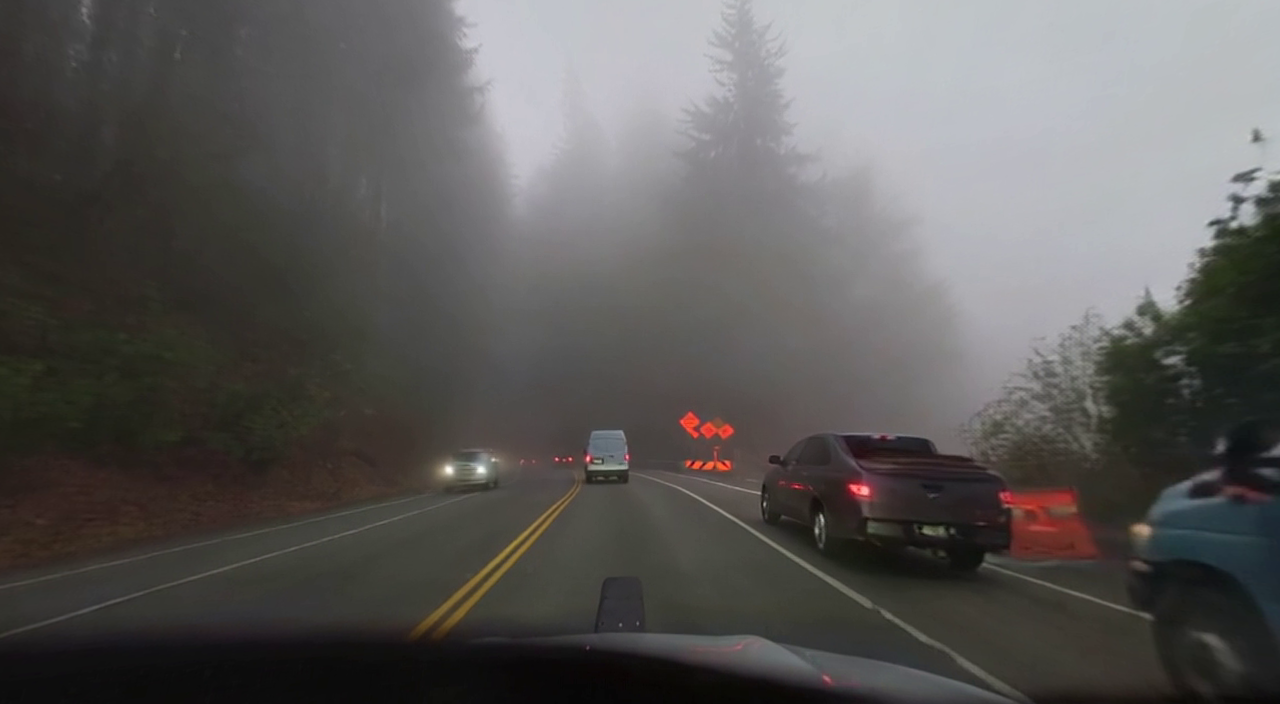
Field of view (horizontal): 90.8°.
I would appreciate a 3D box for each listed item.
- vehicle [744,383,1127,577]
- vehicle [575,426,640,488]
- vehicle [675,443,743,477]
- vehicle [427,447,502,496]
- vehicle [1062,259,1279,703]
[{"bbox_3d":[3.559,1.816,9.874,2.415,1.932,6.910,1,-9,-2],"label":"vehicle"},{"bbox_3d":[-1.441,4.251,25.765,2.362,2.247,4.892,1,-9,-6],"label":"vehicle"},{"bbox_3d":[2.907,4.686,27.500,2.277,1.299,3.889,-1,-9,-3],"label":"vehicle"},{"bbox_3d":[-6.778,4.628,24.859,1.992,1.712,4.504,1,-9,-5],"label":"vehicle"},{"bbox_3d":[4.186,0.361,0.801,2.613,2.153,6.713,0,-9,0],"label":"vehicle"}]
